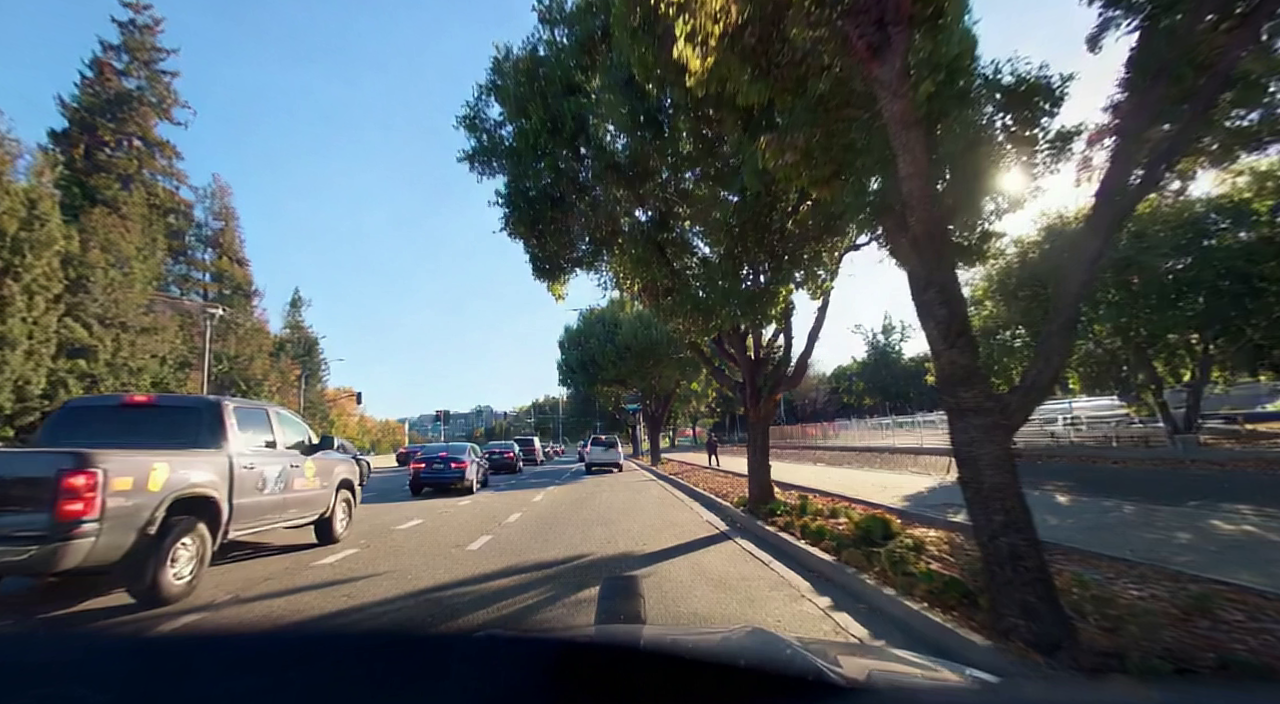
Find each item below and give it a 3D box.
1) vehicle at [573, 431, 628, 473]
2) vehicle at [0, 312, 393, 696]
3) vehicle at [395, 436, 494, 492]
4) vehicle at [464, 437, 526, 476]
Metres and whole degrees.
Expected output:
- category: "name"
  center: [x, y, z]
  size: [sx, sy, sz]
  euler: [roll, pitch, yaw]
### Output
- category: "vehicle"
  center: [-1.885, 4.690, 29.756]
  size: [2.368, 1.829, 4.293]
  euler: [0, -9, -4]
- category: "vehicle"
  center: [-5.104, 1.275, 6.361]
  size: [2.860, 2.090, 6.593]
  euler: [0, -9, -3]
- category: "vehicle"
  center: [-6.193, 3.595, 20.577]
  size: [2.069, 1.616, 4.108]
  euler: [0, -9, -3]
- category: "vehicle"
  center: [-6.655, 4.834, 29.435]
  size: [2.010, 1.674, 4.484]
  euler: [0, -9, -3]
